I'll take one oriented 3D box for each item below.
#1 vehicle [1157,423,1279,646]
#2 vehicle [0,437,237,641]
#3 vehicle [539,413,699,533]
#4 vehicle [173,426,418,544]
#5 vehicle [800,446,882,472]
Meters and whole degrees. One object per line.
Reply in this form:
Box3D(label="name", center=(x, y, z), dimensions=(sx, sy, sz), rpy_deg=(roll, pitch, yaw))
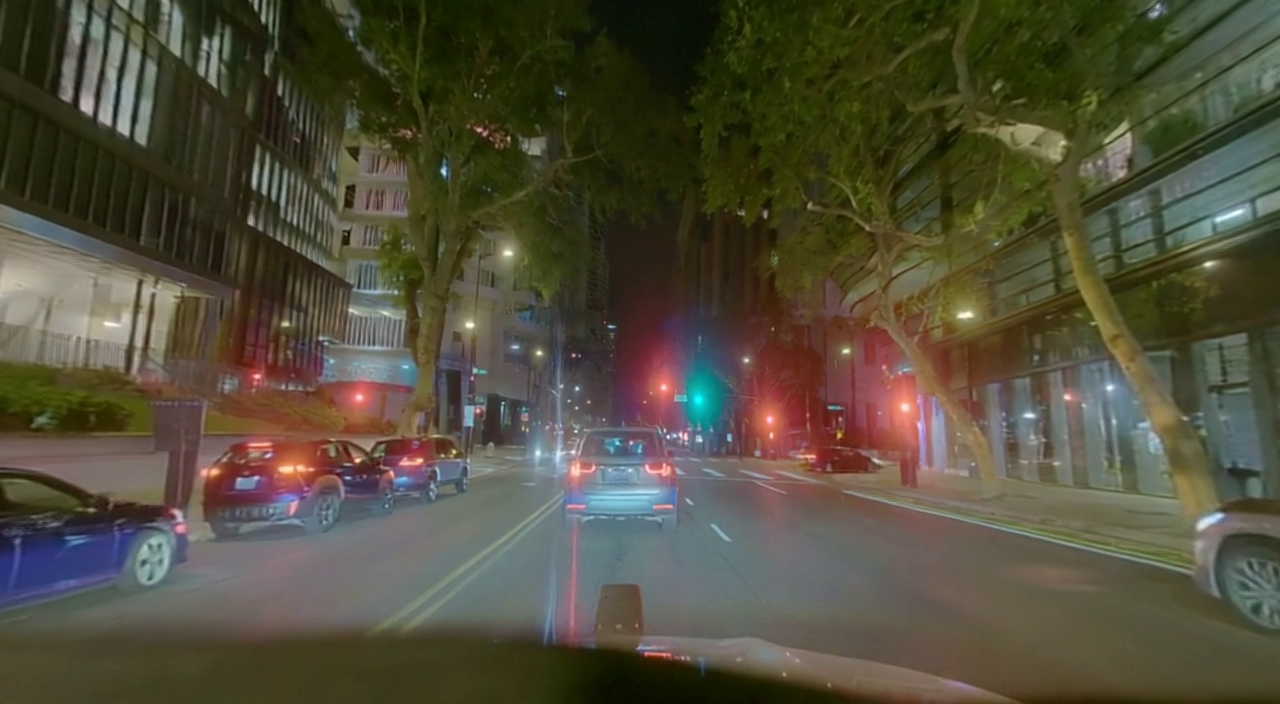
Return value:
Box3D(label="vehicle", center=(5.951, 1.226, 3.664), dimensions=(2.004, 1.699, 4.525), rpy_deg=(0, -9, -1))
Box3D(label="vehicle", center=(-5.566, 1.389, 4.771), dimensions=(1.841, 1.466, 4.364), rpy_deg=(-1, -9, 6))
Box3D(label="vehicle", center=(-0.272, 2.017, 11.010), dimensions=(2.258, 1.687, 3.934), rpy_deg=(0, -9, 1))
Box3D(label="vehicle", center=(-5.780, 2.259, 11.447), dimensions=(1.904, 1.684, 4.529), rpy_deg=(0, -8, -1))
Box3D(label="vehicle", center=(12.823, 6.819, 40.377), dimensions=(4.638, 1.555, 1.824), rpy_deg=(2, -9, -12))
